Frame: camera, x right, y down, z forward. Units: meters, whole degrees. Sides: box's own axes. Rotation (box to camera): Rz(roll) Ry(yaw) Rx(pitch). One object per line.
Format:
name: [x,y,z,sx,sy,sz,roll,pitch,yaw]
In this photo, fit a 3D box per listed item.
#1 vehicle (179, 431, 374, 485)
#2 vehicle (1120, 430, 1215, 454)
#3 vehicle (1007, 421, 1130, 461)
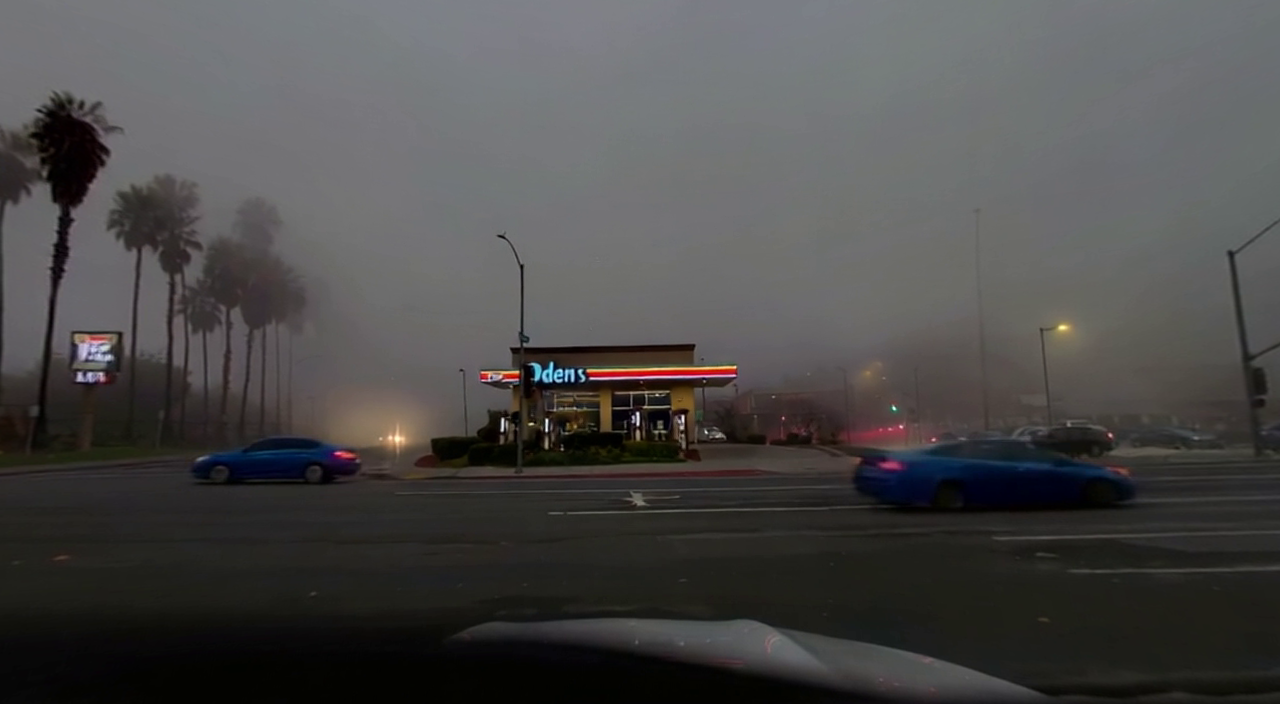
vehicle: [-10.593,3.114,18.752,4.570,1.480,1.873,1,-8,-6]
vehicle: [34.012,5.850,40.906,1.805,1.466,4.641,1,-8,-8]
vehicle: [21.872,4.515,32.370,4.880,1.754,2.202,-1,-5,-7]
